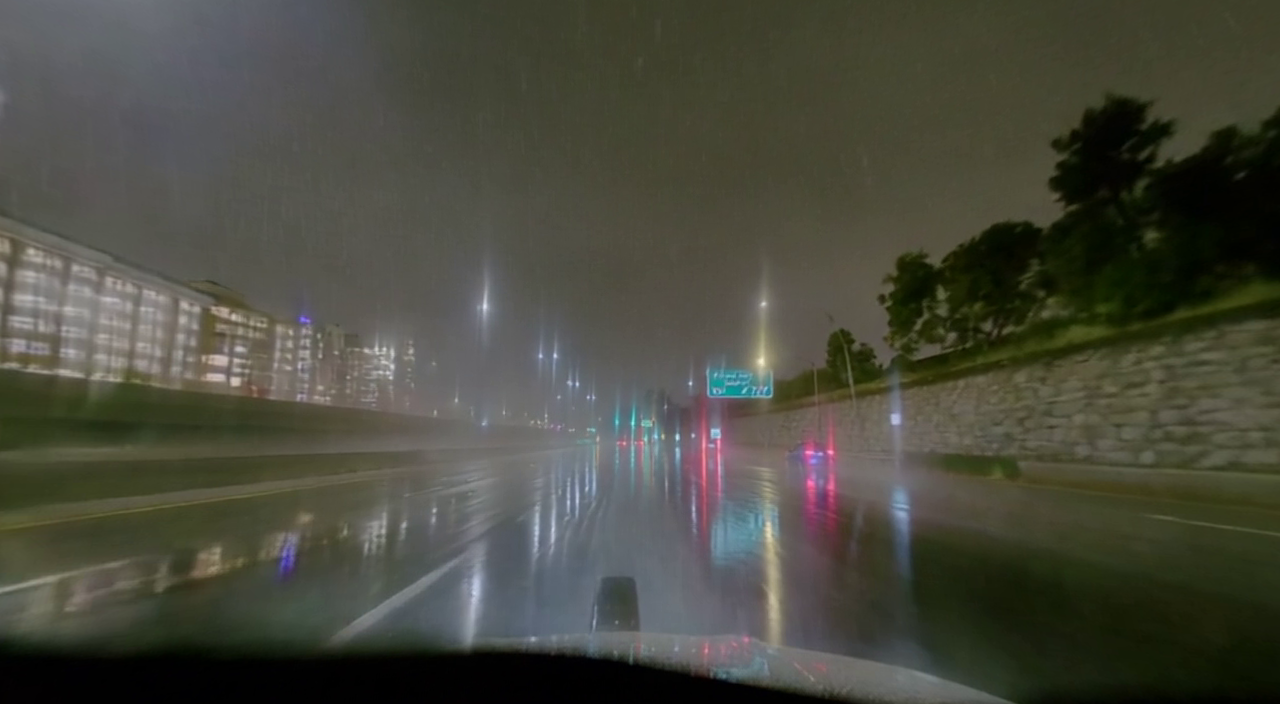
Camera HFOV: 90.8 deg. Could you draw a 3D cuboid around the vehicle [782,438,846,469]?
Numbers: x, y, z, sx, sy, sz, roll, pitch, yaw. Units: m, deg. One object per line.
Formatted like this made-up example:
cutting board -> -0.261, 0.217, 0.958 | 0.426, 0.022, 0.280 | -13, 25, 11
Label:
vehicle -> 10.162, 5.968, 37.389 | 2.165, 1.636, 5.175 | 1, -8, -2
